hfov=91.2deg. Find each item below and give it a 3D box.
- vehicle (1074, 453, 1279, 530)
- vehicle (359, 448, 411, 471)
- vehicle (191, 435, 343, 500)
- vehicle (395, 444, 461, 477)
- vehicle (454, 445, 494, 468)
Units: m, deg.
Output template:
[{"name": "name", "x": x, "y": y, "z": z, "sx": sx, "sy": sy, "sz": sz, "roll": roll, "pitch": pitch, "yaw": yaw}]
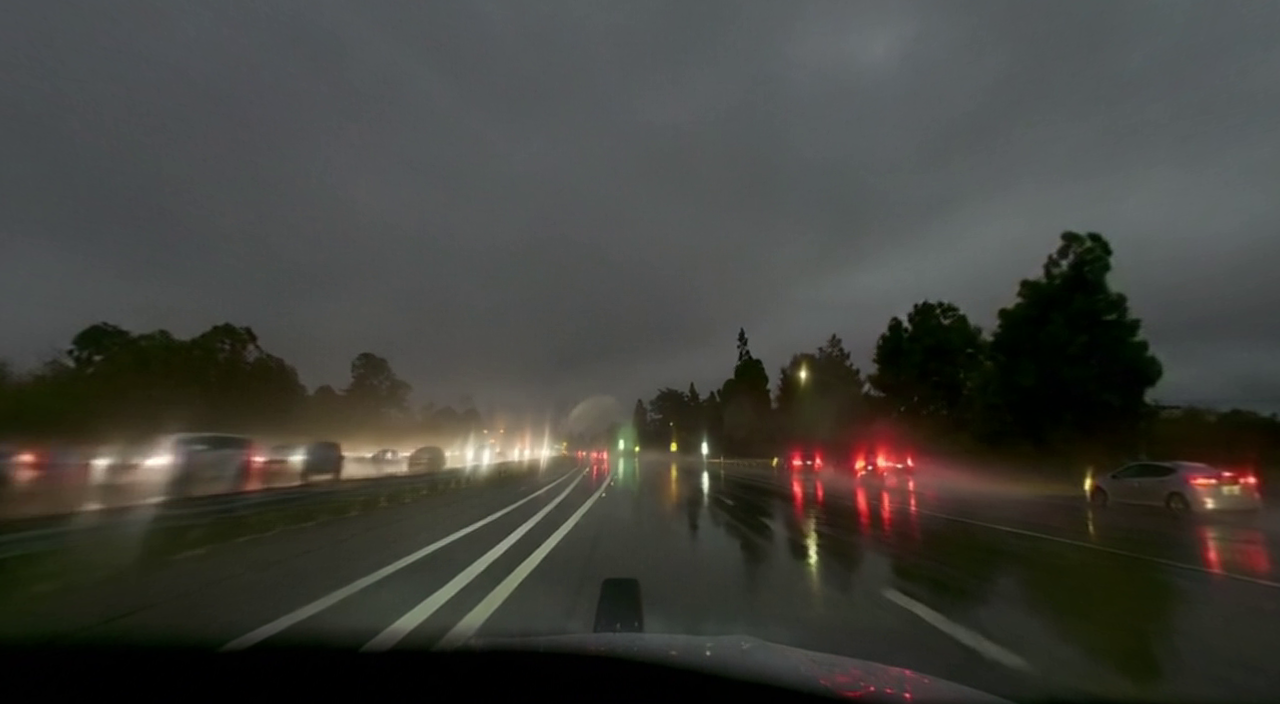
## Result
[{"name": "vehicle", "x": 13.345, "y": 3.281, "z": 15.412, "sx": 1.941, "sy": 1.536, "sz": 4.585, "roll": 0, "pitch": -9, "yaw": -1}, {"name": "vehicle", "x": -17.450, "y": 7.368, "z": 43.151, "sx": 1.872, "sy": 1.472, "sz": 4.677, "roll": 0, "pitch": -9, "yaw": -4}, {"name": "vehicle", "x": -9.803, "y": 3.055, "z": 16.872, "sx": 1.832, "sy": 1.507, "sz": 3.859, "roll": 0, "pitch": -9, "yaw": -3}, {"name": "vehicle", "x": -10.775, "y": 5.546, "z": 32.281, "sx": 1.946, "sy": 1.519, "sz": 4.791, "roll": 0, "pitch": -9, "yaw": -3}, {"name": "vehicle", "x": -11.852, "y": 7.468, "z": 44.884, "sx": 1.924, "sy": 1.579, "sz": 4.165, "roll": 0, "pitch": -9, "yaw": -3}]
